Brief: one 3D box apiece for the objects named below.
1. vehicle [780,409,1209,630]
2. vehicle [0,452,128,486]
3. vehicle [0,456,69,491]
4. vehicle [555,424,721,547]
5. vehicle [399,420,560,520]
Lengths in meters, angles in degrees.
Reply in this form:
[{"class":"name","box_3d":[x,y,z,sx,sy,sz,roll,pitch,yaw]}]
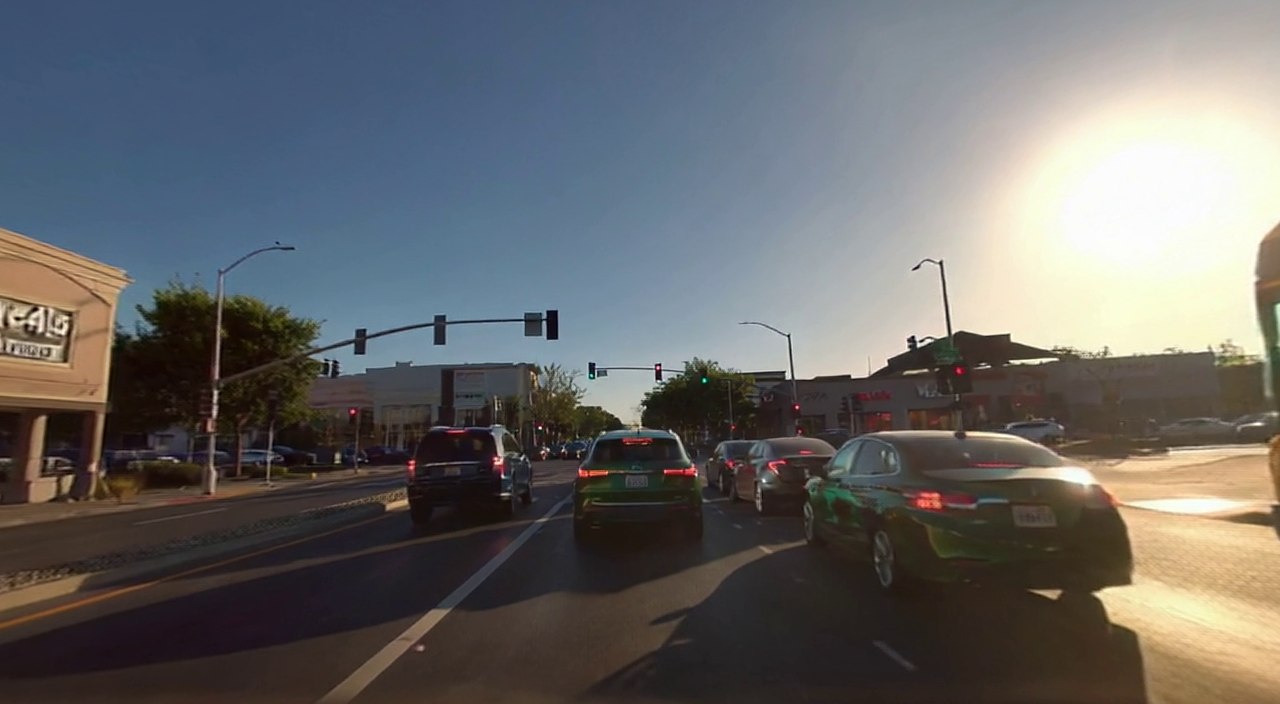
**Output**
[{"class":"vehicle","box_3d":[2.937,1.481,6.591,1.922,1.508,4.330,0,-9,0]},{"class":"vehicle","box_3d":[-28.058,5.628,30.710,4.469,1.498,1.908,4,-9,-24]},{"class":"vehicle","box_3d":[-27.878,5.303,27.606,3.838,1.433,1.967,4,-10,-28]},{"class":"vehicle","box_3d":[-0.027,1.959,9.855,2.071,1.525,3.723,0,-9,0]},{"class":"vehicle","box_3d":[-3.058,2.382,13.190,2.180,1.708,4.397,0,-9,0]}]
